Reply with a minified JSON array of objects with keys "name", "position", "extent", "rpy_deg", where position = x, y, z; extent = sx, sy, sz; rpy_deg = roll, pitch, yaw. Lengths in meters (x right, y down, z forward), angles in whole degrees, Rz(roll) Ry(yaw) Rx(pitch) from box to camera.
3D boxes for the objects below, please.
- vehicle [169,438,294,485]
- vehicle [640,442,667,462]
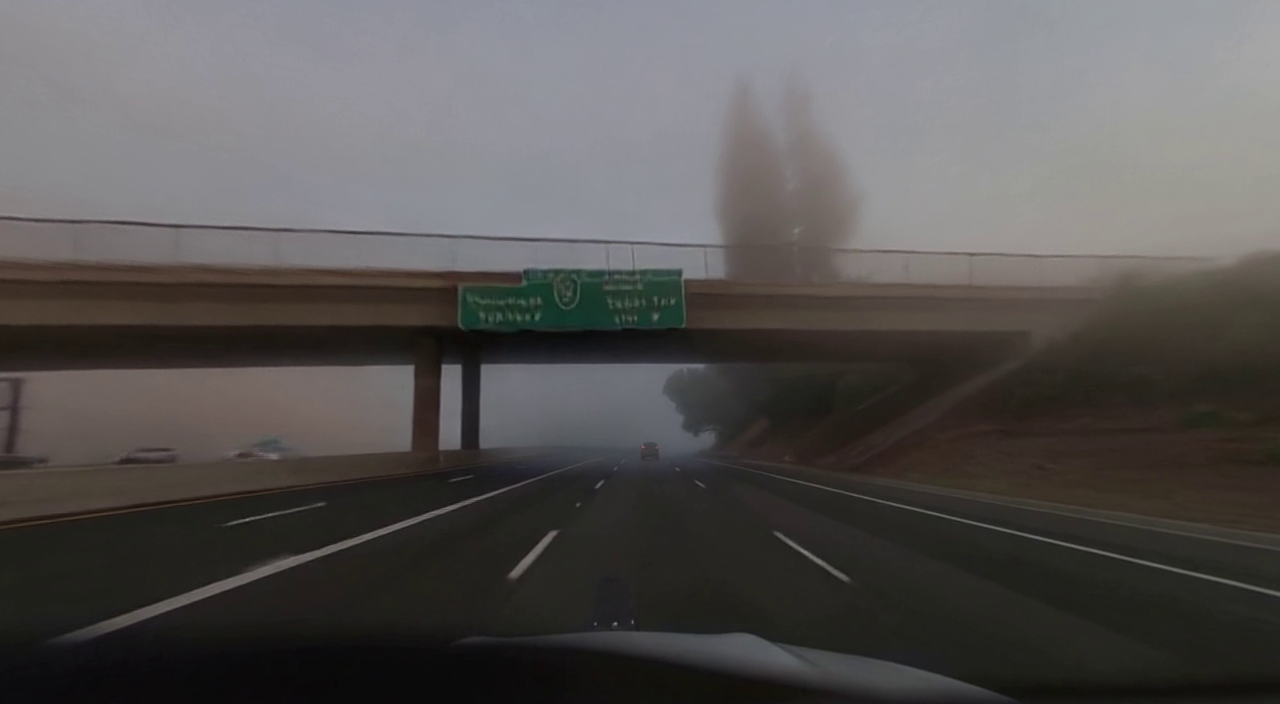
[{"name":"vehicle","position":[-15.052,4.020,23.561],"extent":[1.806,1.563,3.887],"rpy_deg":[-1,-8,6]},{"name":"vehicle","position":[1.015,7.747,49.075],"extent":[1.970,1.477,4.158],"rpy_deg":[0,-8,0]}]
